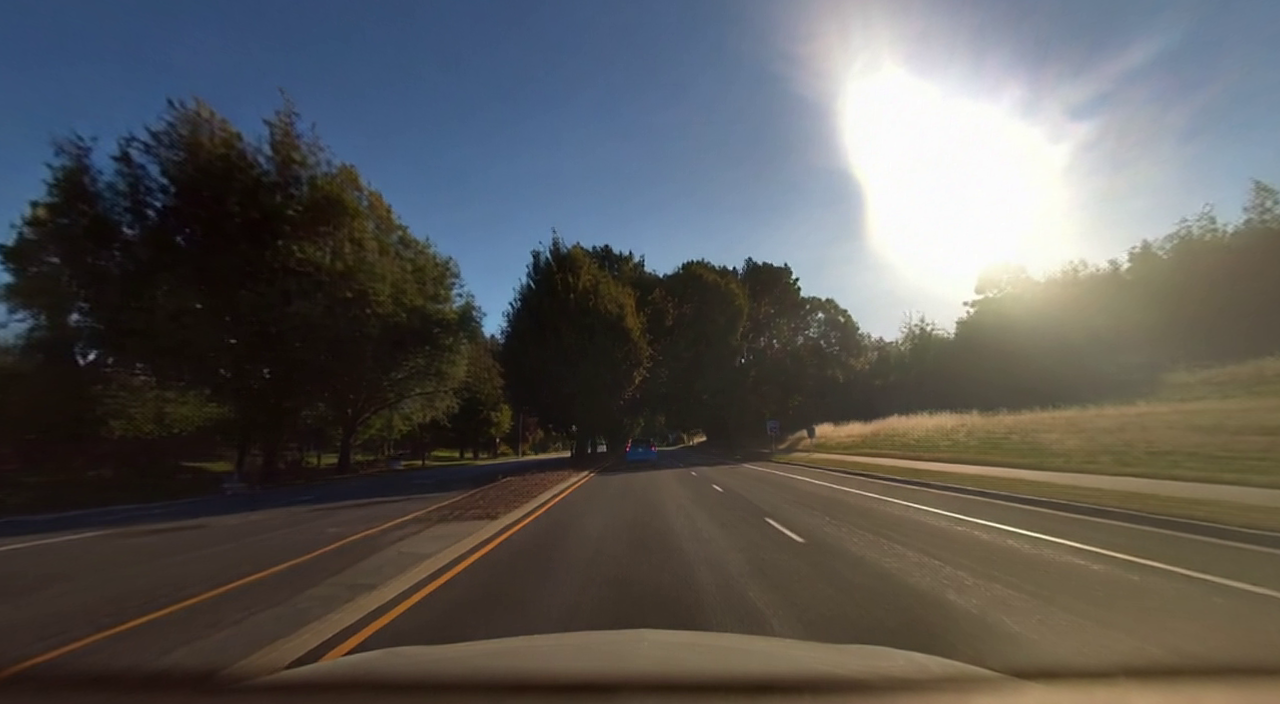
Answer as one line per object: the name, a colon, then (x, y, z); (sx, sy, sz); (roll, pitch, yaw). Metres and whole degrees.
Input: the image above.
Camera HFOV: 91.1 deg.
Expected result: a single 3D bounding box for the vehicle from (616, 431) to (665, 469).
vehicle: (0.041, 4.808, 30.911); (2.256, 1.734, 4.176); (0, -8, 0)
